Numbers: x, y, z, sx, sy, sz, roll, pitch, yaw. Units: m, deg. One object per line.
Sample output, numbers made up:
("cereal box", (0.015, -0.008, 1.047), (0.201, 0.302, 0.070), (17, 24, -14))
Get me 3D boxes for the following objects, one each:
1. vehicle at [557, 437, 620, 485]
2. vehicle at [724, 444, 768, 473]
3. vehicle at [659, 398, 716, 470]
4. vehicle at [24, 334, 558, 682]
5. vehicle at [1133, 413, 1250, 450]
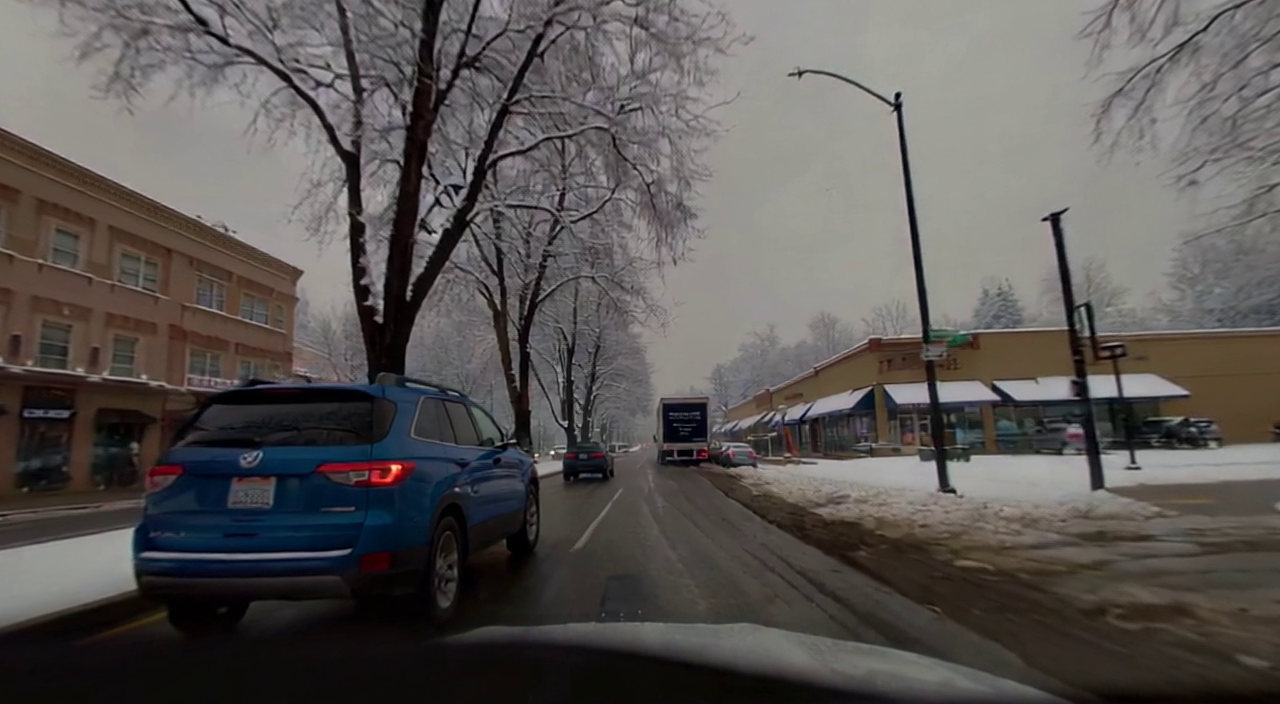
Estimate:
("vehicle", (-1.957, 4.346, 25.489), (2.040, 1.711, 4.475), (0, -8, 2))
("vehicle", (6.065, 6.130, 36.608), (1.929, 1.522, 4.158), (-1, -9, 2))
("vehicle", (2.990, 5.782, 43.744), (3.007, 4.206, 12.913), (0, -8, 1))
("vehicle", (-2.399, 1.268, 6.243), (2.293, 2.036, 4.853), (-1, -9, 3))
("vehicle", (29.590, 4.345, 34.145), (2.007, 1.869, 4.771), (0, -8, 2))
